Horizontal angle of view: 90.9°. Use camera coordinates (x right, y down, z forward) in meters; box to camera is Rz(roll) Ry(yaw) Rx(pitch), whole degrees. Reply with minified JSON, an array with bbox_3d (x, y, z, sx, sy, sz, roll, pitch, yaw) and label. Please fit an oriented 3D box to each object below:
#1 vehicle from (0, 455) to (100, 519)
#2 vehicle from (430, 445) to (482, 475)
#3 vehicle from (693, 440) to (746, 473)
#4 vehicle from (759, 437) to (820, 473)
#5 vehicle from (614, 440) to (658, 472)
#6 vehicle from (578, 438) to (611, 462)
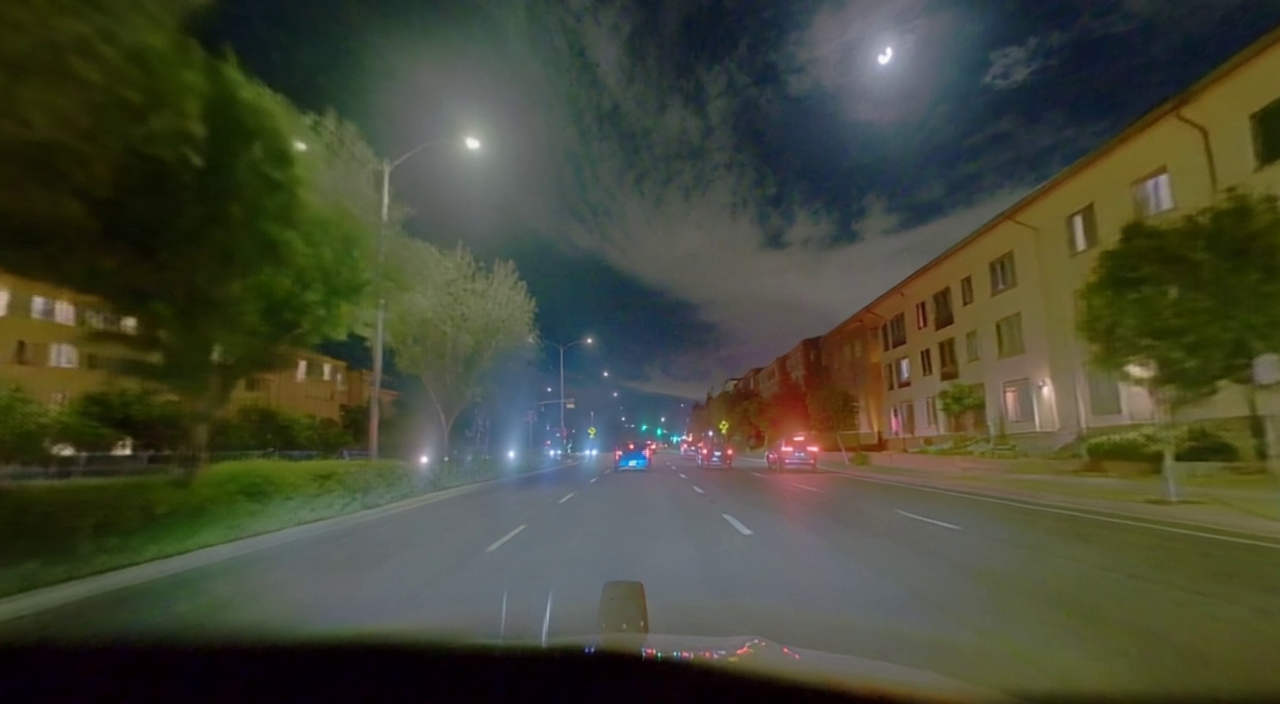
[{"bbox_3d":[-17.448,3.563,16.613,1.928,1.570,5.093,0,-8,0],"label":"vehicle"},{"bbox_3d":[-10.265,6.000,35.371,1.728,1.560,3.779,0,-8,1],"label":"vehicle"},{"bbox_3d":[3.893,5.200,31.564,2.067,1.514,4.188,0,-8,0],"label":"vehicle"},{"bbox_3d":[7.497,5.205,32.035,1.972,1.700,4.269,0,-8,0],"label":"vehicle"},{"bbox_3d":[-0.166,5.272,32.177,2.102,1.481,3.907,0,-8,1],"label":"vehicle"},{"bbox_3d":[-3.316,7.220,46.456,2.031,1.705,4.325,0,-8,1],"label":"vehicle"}]
